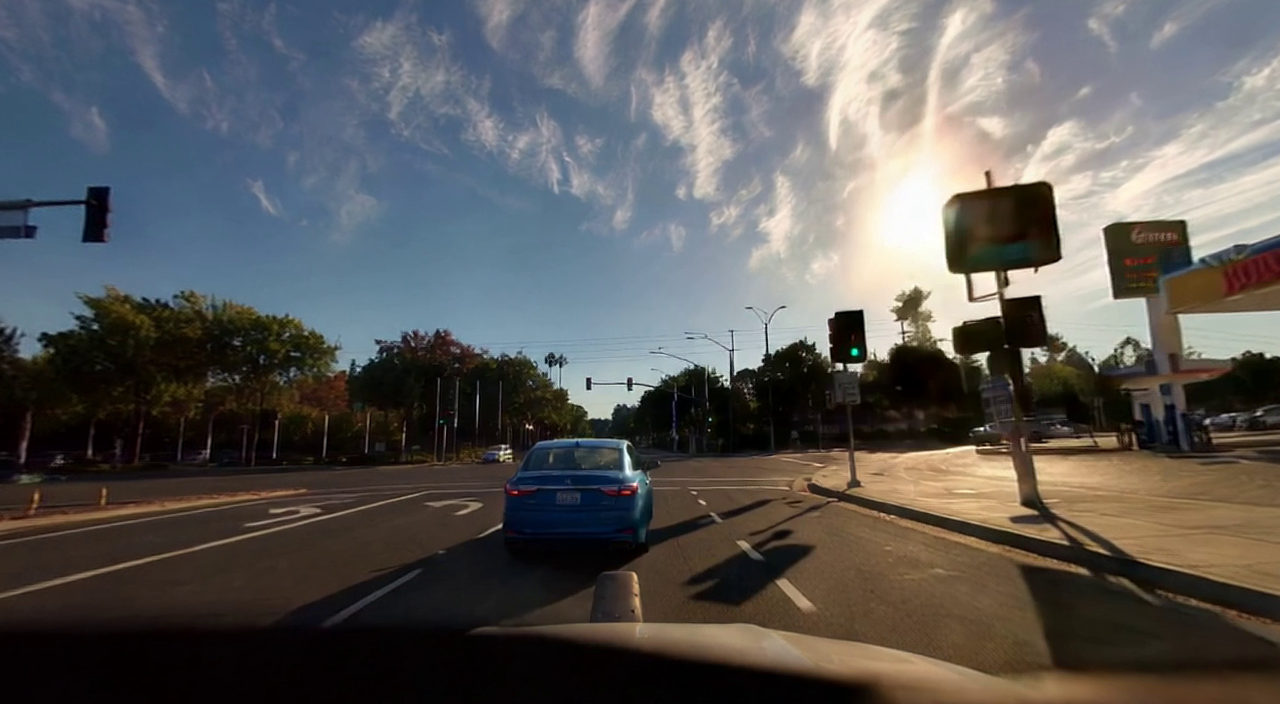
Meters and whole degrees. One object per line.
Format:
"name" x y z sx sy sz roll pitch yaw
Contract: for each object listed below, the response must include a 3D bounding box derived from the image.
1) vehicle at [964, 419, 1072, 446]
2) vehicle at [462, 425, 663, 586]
"vehicle" 21.699 4.652 36.397 4.874 1.502 2.048 0 -8 1
"vehicle" -0.661 1.791 8.299 1.916 1.510 4.447 0 -8 2
